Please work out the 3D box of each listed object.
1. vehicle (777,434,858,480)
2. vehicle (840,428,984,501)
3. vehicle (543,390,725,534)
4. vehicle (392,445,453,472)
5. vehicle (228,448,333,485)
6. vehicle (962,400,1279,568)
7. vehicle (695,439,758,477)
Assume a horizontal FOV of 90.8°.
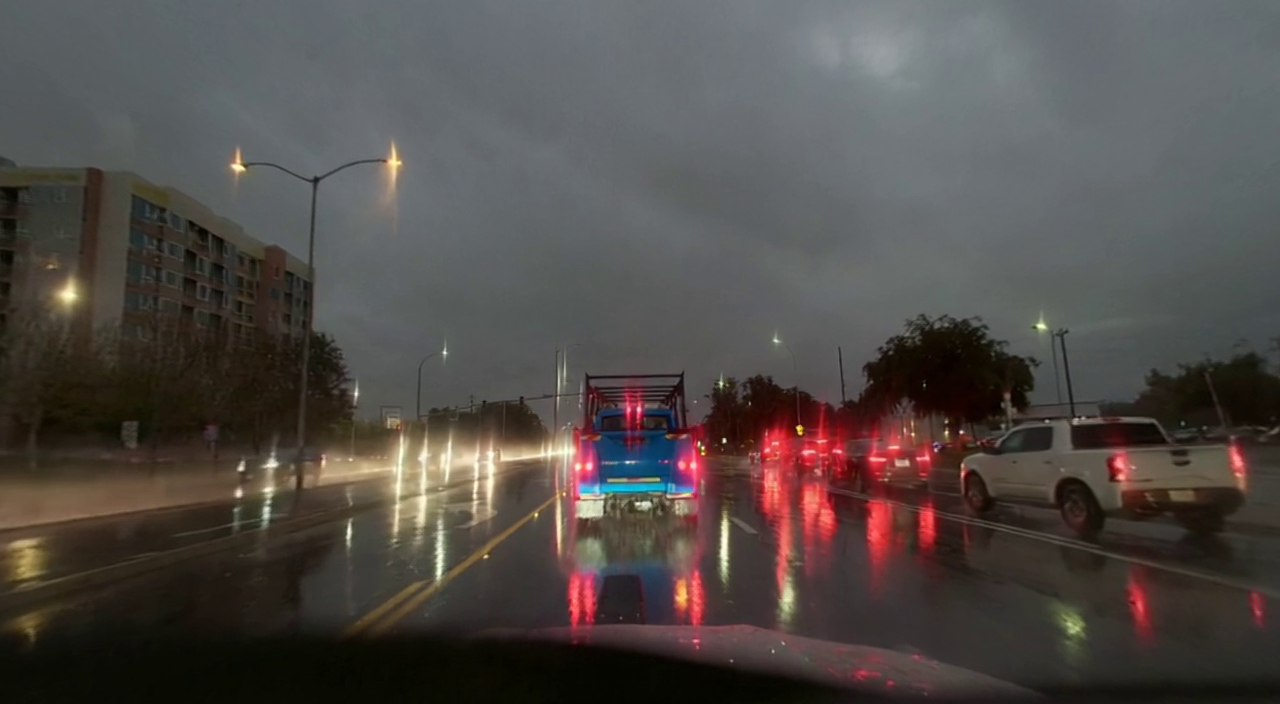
[{"bbox_3d":[7.078,4.234,25.687,1.953,1.665,4.327,0,-9,-2],"label":"vehicle"},{"bbox_3d":[7.083,2.972,17.045,1.931,1.692,4.267,0,-9,0],"label":"vehicle"},{"bbox_3d":[-0.122,2.061,12.294,2.682,2.117,5.706,0,-9,-1],"label":"vehicle"},{"bbox_3d":[-12.281,6.032,36.022,1.906,1.461,4.333,0,-9,1],"label":"vehicle"},{"bbox_3d":[-16.071,5.105,28.595,1.910,1.485,4.802,0,-9,0],"label":"vehicle"},{"bbox_3d":[6.837,1.738,9.024,2.023,1.771,4.488,0,-9,-1],"label":"vehicle"},{"bbox_3d":[3.554,4.433,26.699,1.960,1.474,4.279,0,-9,-1],"label":"vehicle"}]
